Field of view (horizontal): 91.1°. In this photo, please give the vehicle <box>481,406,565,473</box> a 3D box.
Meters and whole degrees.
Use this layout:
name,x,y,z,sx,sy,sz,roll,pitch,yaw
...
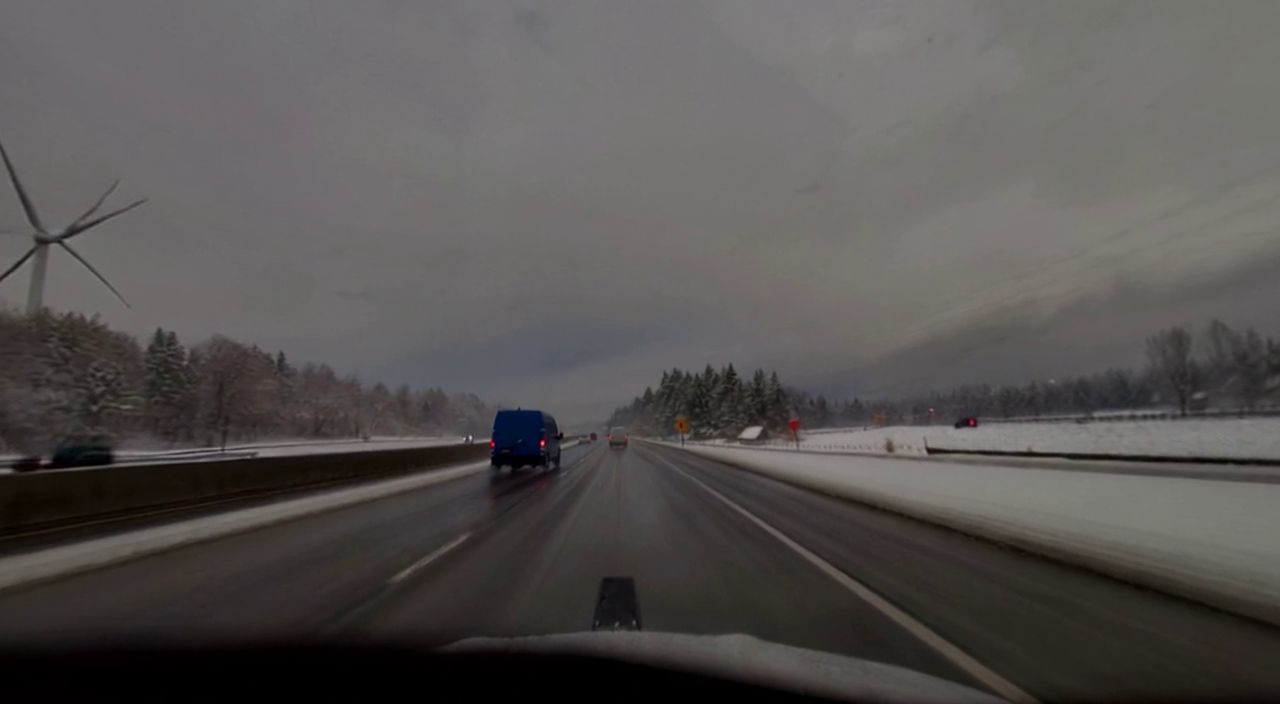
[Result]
name,x,y,z,sx,sy,sz,roll,pitch,yaw
vehicle,-4.346,3.374,24.348,2.303,2.323,5.089,0,-8,0

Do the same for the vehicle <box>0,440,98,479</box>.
name,x,y,z,sx,sy,sz,roll,pitch,yaw
vehicle,-28.702,5.040,29.865,1.866,1.653,4.484,0,-8,-1
